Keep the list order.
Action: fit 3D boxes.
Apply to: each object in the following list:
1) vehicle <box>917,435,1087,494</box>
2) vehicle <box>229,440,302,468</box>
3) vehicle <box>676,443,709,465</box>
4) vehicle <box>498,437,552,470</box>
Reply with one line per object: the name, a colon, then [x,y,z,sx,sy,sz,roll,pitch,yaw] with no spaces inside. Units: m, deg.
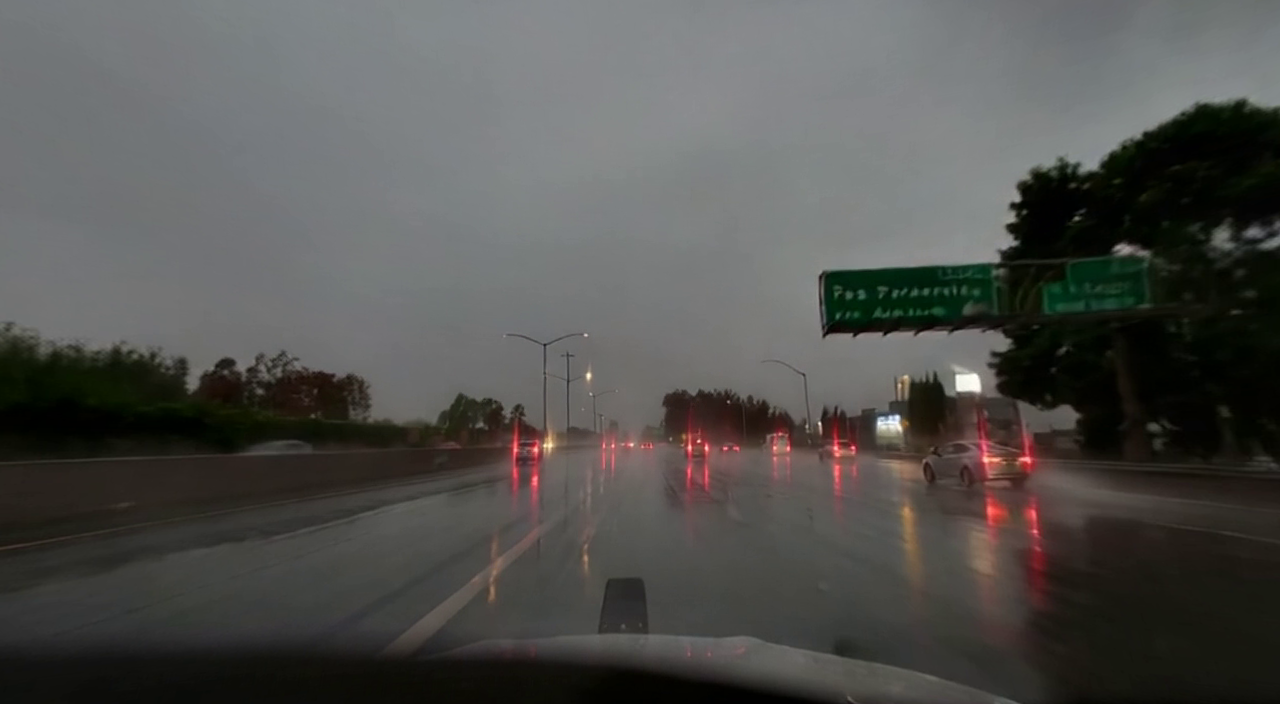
vehicle: [10.150,3.189,18.173,1.979,1.467,4.839,0,-9,-1]
vehicle: [-21.127,5.753,35.570,1.834,1.442,3.673,0,-9,0]
vehicle: [3.595,7.016,43.355,1.950,1.453,3.378,0,-9,-1]
vehicle: [-6.336,5.660,35.204,2.091,1.746,4.437,0,-9,1]
